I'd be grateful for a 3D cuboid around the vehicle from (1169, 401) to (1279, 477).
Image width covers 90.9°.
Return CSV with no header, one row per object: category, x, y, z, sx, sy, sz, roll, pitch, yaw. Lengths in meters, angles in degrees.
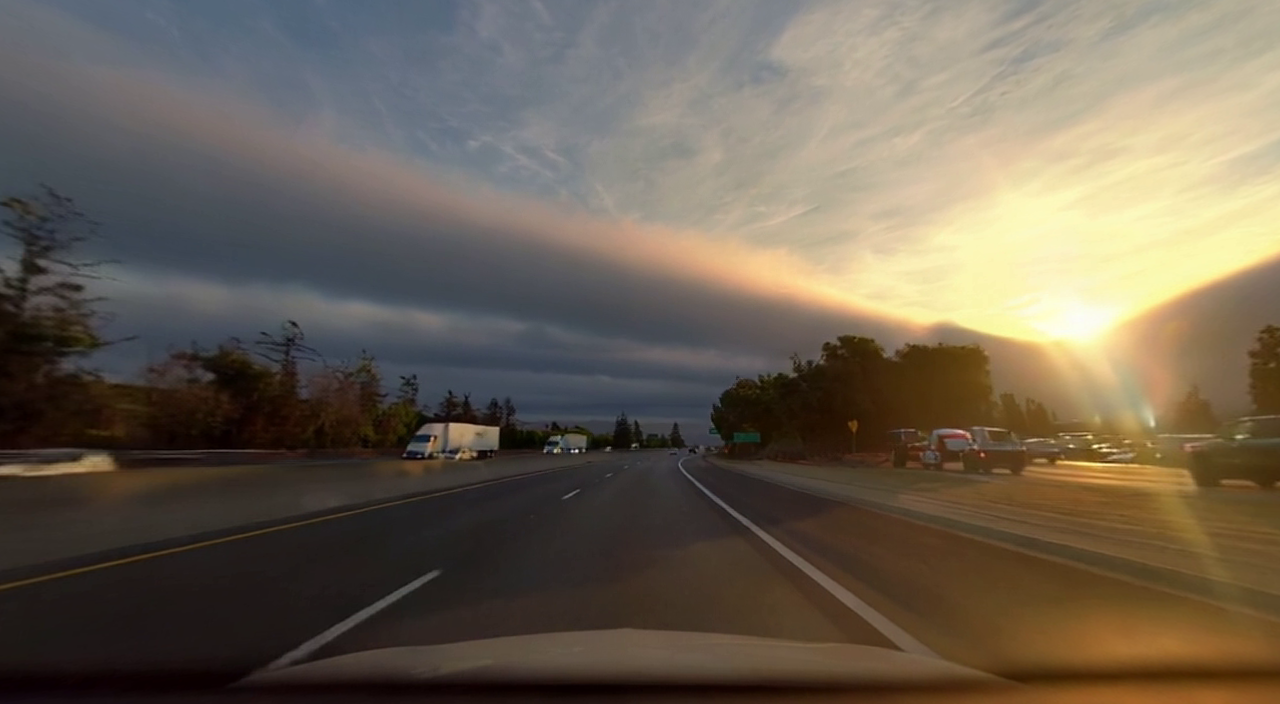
vehicle,36.946,4.834,35.362,2.915,4.160,14.848,-4,-10,6
